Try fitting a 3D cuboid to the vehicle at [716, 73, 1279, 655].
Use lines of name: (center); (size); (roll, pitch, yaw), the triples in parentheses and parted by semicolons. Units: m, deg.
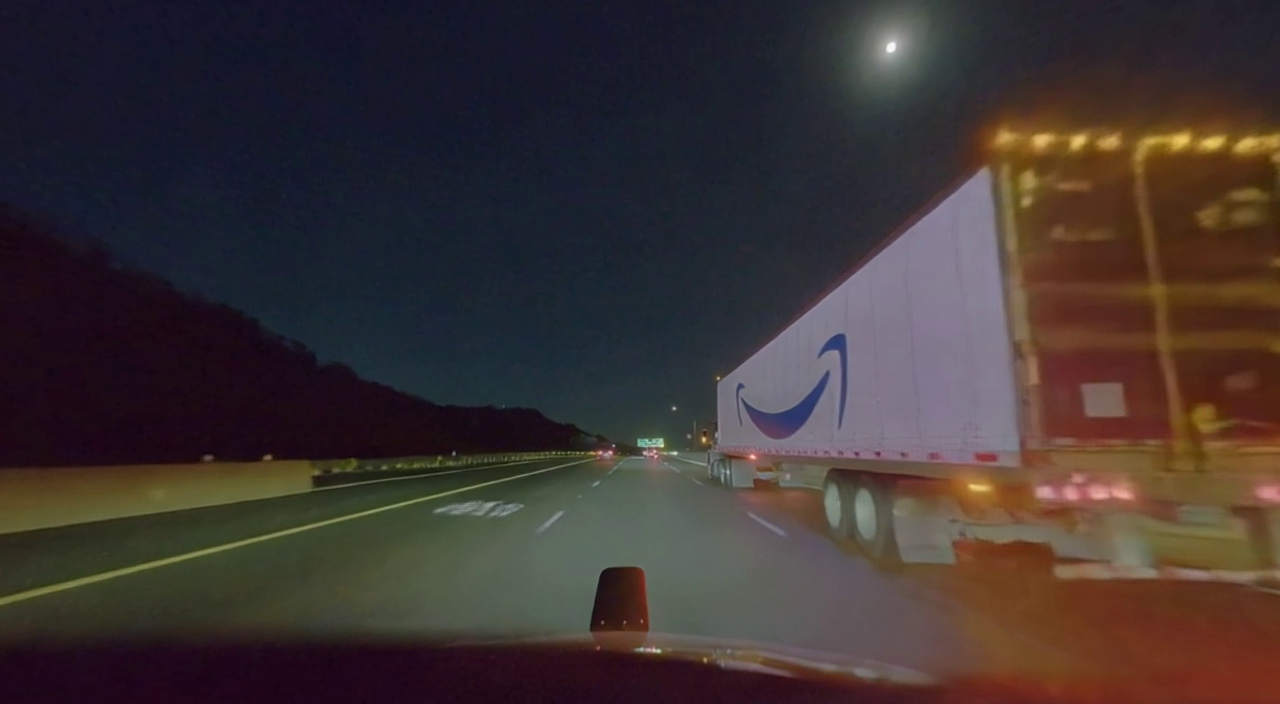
vehicle: (4.136, 1.211, 12.809); (2.928, 4.021, 17.190); (0, -8, 0)
